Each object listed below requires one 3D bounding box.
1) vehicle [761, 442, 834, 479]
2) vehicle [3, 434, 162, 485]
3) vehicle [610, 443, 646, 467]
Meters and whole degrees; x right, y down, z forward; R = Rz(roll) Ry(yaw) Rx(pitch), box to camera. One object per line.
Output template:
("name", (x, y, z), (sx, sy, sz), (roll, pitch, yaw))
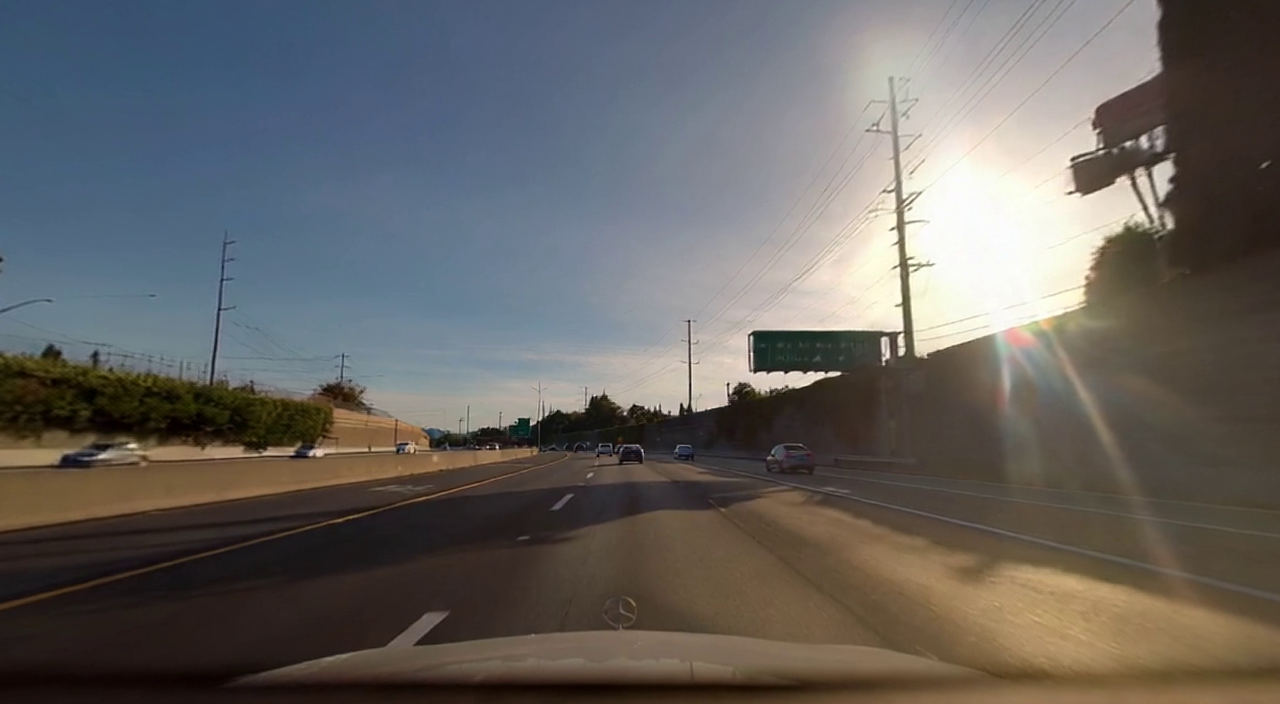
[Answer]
("vehicle", (6.670, 4.626, 27.234), (1.876, 1.451, 4.154), (0, -9, -3))
("vehicle", (-20.355, 3.935, 23.424), (1.901, 1.689, 4.398), (0, -9, -2))
("vehicle", (-0.825, 6.626, 40.825), (2.109, 1.489, 4.027), (0, -9, -4))
